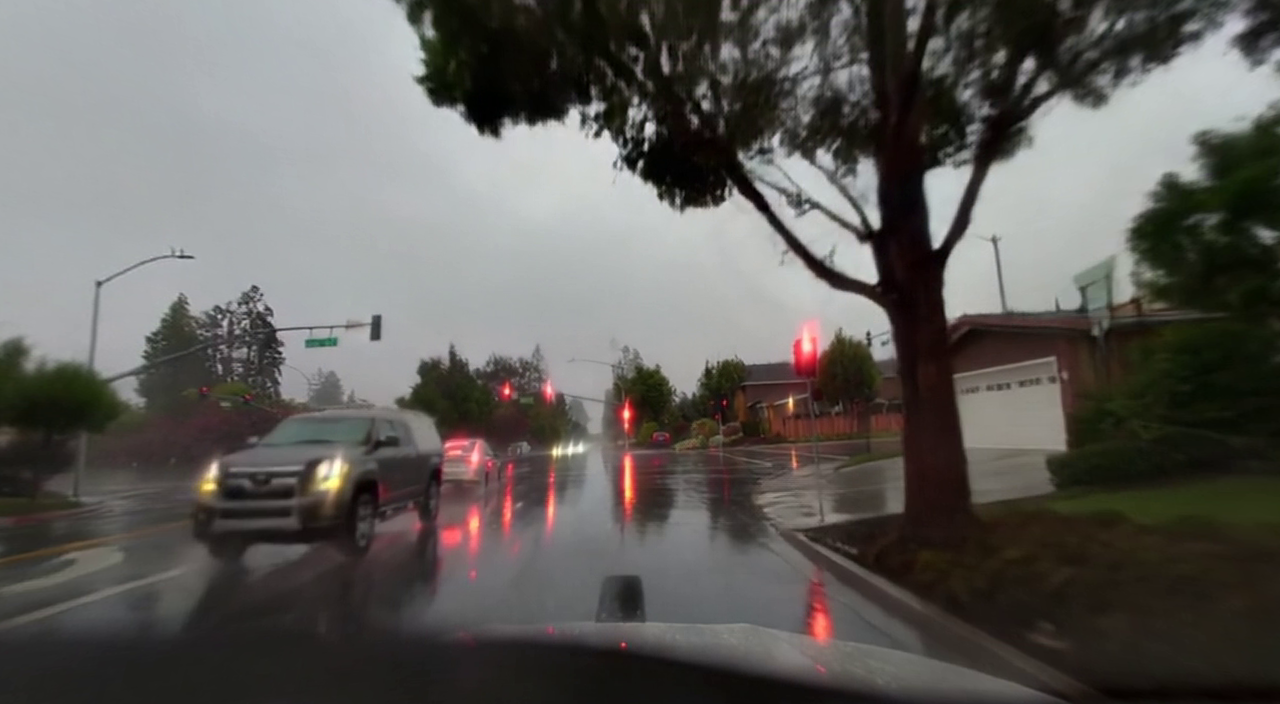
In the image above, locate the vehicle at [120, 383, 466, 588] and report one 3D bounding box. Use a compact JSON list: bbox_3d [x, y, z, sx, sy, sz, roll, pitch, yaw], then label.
[{"bbox_3d":[-3.782,1.539,8.130,2.041,1.834,4.679,0,-8,-4],"label":"vehicle"}]
